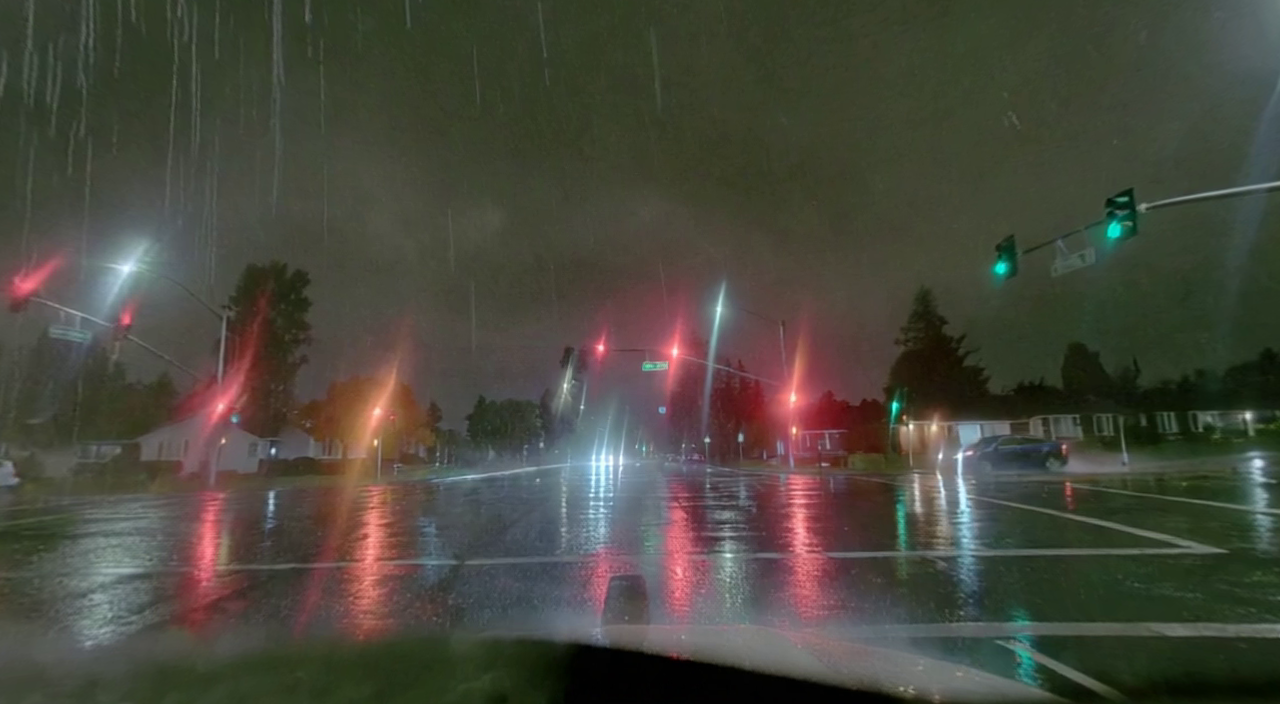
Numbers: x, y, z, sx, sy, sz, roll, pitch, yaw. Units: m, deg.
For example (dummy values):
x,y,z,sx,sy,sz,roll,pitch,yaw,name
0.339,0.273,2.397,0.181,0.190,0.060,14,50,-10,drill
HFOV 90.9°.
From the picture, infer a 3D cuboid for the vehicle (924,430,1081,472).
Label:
x,y,z,sx,sy,sz,roll,pitch,yaw,name
13.057,3.584,22.872,4.562,1.460,1.822,0,-8,-1,vehicle
